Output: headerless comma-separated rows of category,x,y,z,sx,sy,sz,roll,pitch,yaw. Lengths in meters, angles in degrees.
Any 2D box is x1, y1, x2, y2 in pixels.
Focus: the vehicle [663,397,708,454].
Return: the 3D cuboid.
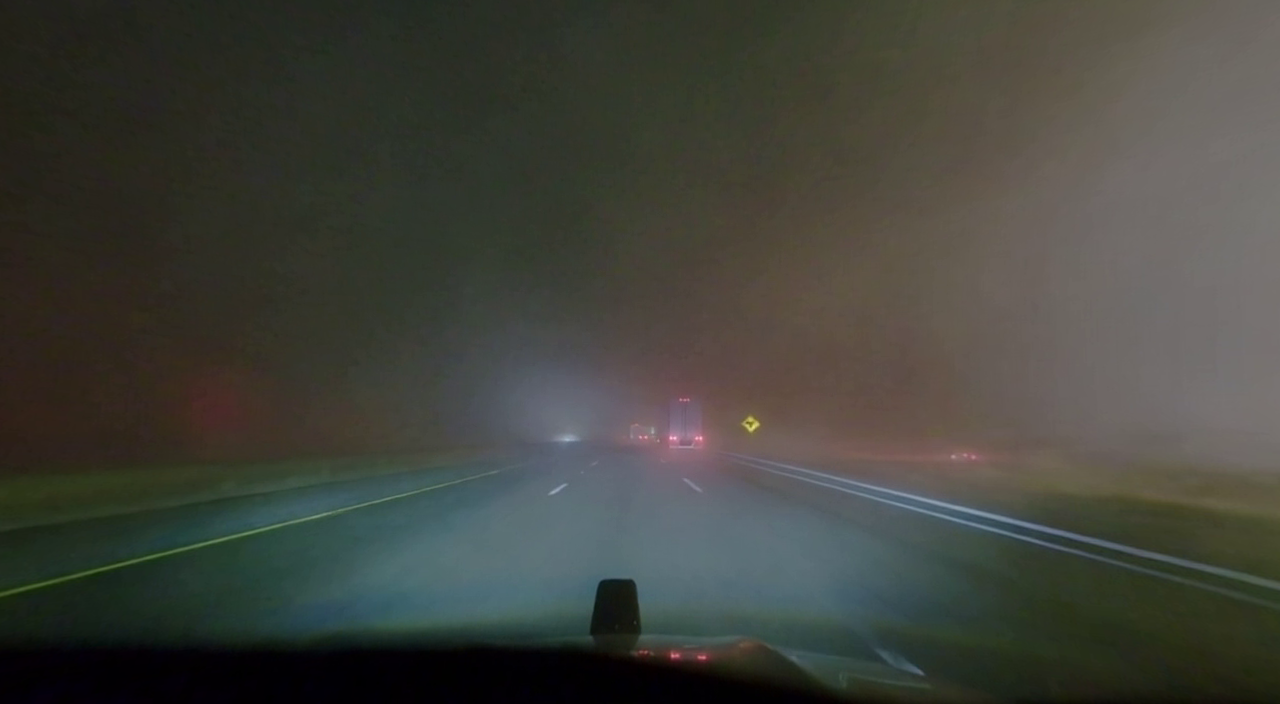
vehicle,3.384,5.765,48.888,2.859,3.981,8.596,0,-8,0
